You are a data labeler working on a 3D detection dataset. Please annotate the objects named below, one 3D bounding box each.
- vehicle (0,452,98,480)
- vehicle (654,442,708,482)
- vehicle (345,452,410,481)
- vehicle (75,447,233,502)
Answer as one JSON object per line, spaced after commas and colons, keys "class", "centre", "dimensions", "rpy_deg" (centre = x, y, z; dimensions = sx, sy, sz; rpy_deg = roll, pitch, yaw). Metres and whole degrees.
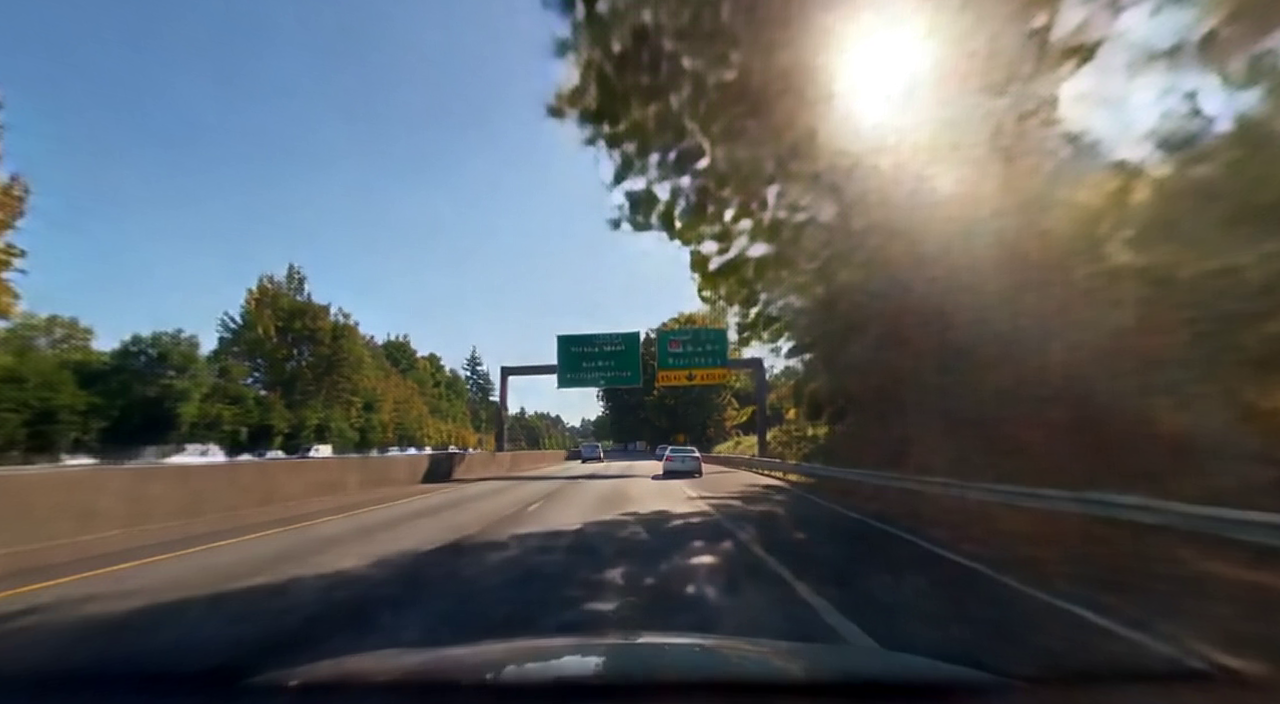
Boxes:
{"class": "vehicle", "centre": [-33.464, 6.430, 35.678], "dimensions": [1.849, 1.454, 4.253], "rpy_deg": [0, -9, -3]}
{"class": "vehicle", "centre": [1.568, 4.352, 25.168], "dimensions": [1.960, 1.456, 3.818], "rpy_deg": [0, -9, 1]}
{"class": "vehicle", "centre": [-13.752, 5.994, 33.285], "dimensions": [1.824, 1.440, 3.956], "rpy_deg": [0, -9, -1]}
{"class": "vehicle", "centre": [-16.443, 4.128, 21.686], "dimensions": [1.949, 1.656, 4.285], "rpy_deg": [0, -9, 0]}
